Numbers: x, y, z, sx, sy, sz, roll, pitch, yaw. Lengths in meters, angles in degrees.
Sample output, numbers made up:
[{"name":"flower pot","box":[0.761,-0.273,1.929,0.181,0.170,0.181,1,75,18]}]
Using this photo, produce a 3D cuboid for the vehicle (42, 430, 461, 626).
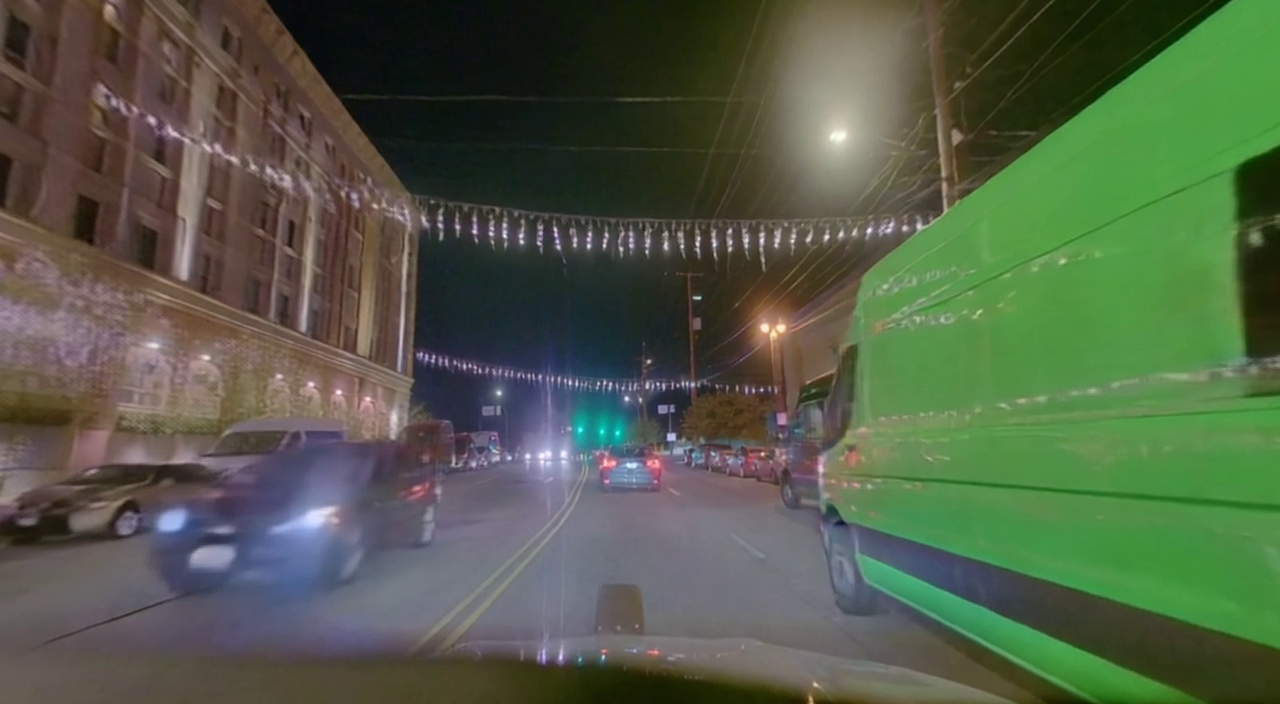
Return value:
[{"name":"vehicle","box":[-3.625,1.688,7.133,1.974,1.484,4.400,0,-9,-1]}]

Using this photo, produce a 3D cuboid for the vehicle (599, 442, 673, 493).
[{"name":"vehicle","box":[-0.170,3.668,20.445,2.112,1.464,4.411,0,-8,-1]}]

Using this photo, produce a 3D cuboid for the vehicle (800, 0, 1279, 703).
[{"name":"vehicle","box":[2.937,0.284,2.763,2.419,2.927,6.907,0,-8,-2]}]
